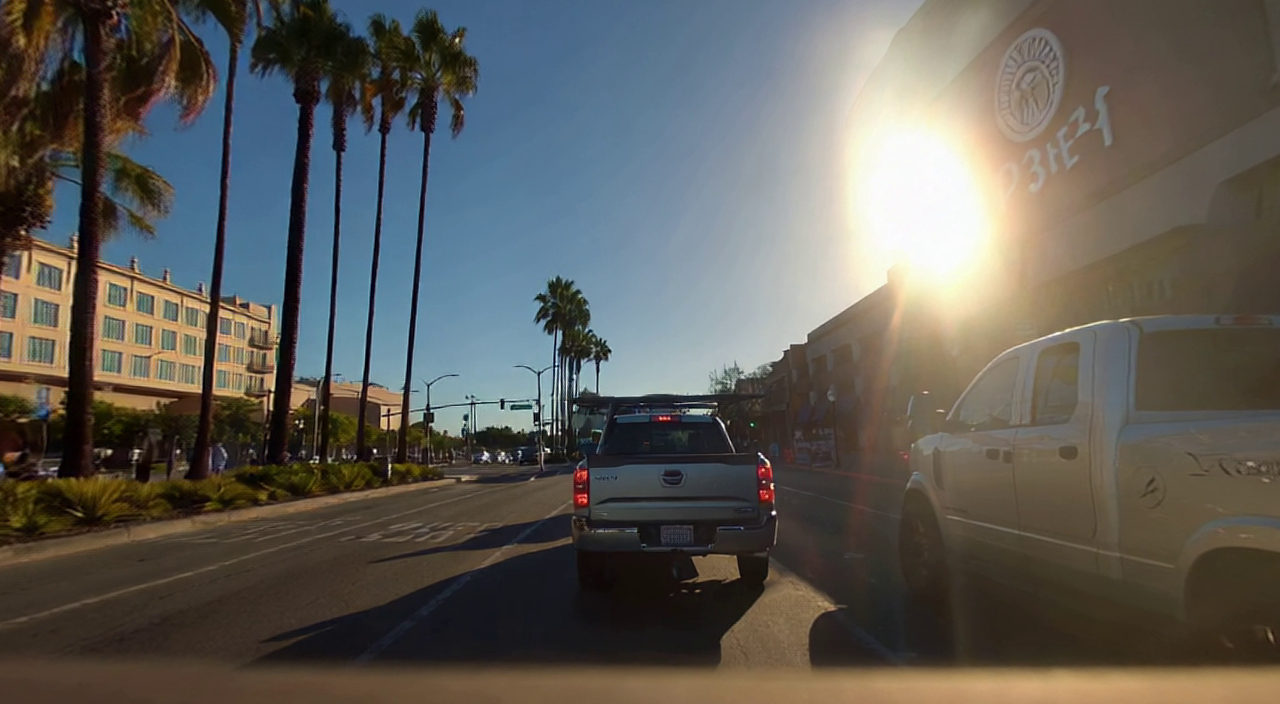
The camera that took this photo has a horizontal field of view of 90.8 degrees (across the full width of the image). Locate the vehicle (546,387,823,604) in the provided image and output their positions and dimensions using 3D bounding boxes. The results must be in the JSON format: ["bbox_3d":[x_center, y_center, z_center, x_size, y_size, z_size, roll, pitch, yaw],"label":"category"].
[{"bbox_3d":[0.407,1.595,8.010,2.311,1.819,5.255,0,-8,1],"label":"vehicle"}]

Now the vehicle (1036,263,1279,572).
[{"bbox_3d":[7.871,0.906,8.580,2.666,3.345,3.622,-1,-9,7],"label":"vehicle"}]
